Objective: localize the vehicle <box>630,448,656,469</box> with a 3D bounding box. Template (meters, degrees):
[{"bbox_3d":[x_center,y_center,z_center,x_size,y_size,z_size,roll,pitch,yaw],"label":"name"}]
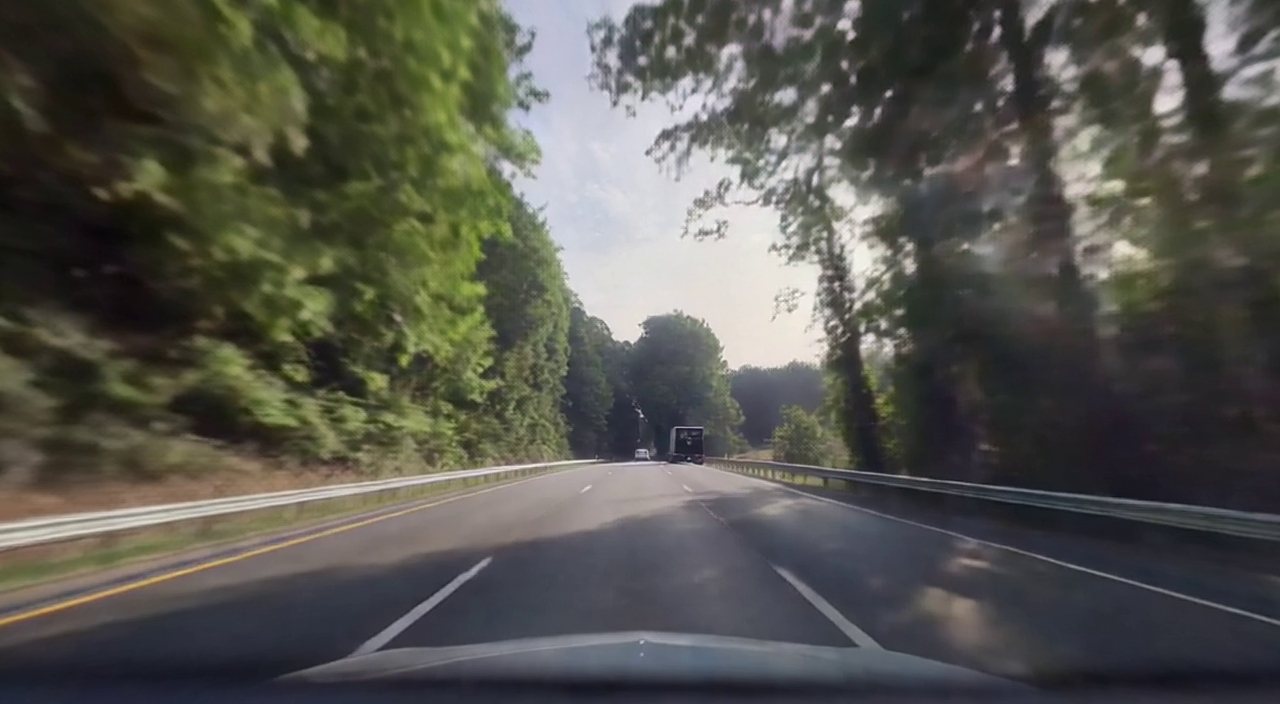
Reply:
[{"bbox_3d":[0.237,8.022,47.466,1.900,1.497,3.732,0,-9,1],"label":"vehicle"}]

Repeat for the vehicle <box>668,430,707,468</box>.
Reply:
[{"bbox_3d":[3.666,7.685,49.947,2.572,2.795,5.978,0,-9,-1],"label":"vehicle"}]
